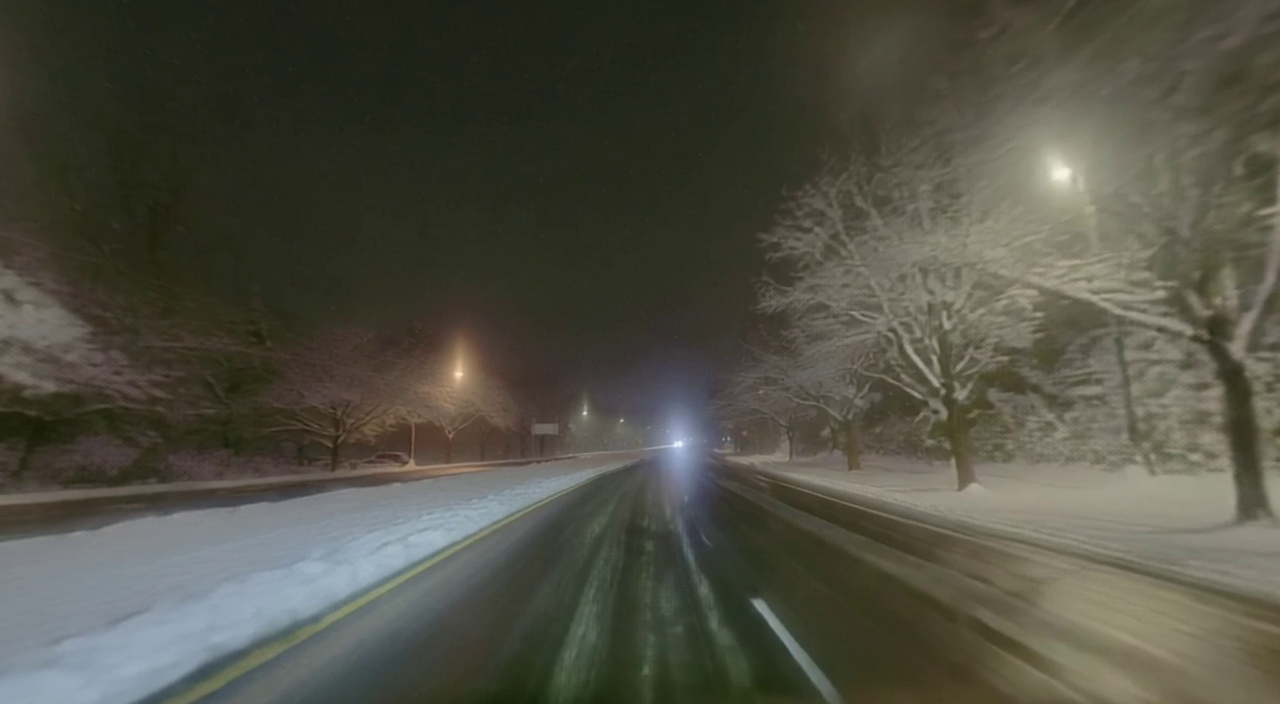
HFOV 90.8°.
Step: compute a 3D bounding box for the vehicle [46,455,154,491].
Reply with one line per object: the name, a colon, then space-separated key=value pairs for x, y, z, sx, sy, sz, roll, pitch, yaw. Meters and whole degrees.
vehicle: x=-41.327 y=9.234 z=48.425 sx=6.659 sy=2.408 sz=2.257 roll=-2 pitch=-6 yaw=7
